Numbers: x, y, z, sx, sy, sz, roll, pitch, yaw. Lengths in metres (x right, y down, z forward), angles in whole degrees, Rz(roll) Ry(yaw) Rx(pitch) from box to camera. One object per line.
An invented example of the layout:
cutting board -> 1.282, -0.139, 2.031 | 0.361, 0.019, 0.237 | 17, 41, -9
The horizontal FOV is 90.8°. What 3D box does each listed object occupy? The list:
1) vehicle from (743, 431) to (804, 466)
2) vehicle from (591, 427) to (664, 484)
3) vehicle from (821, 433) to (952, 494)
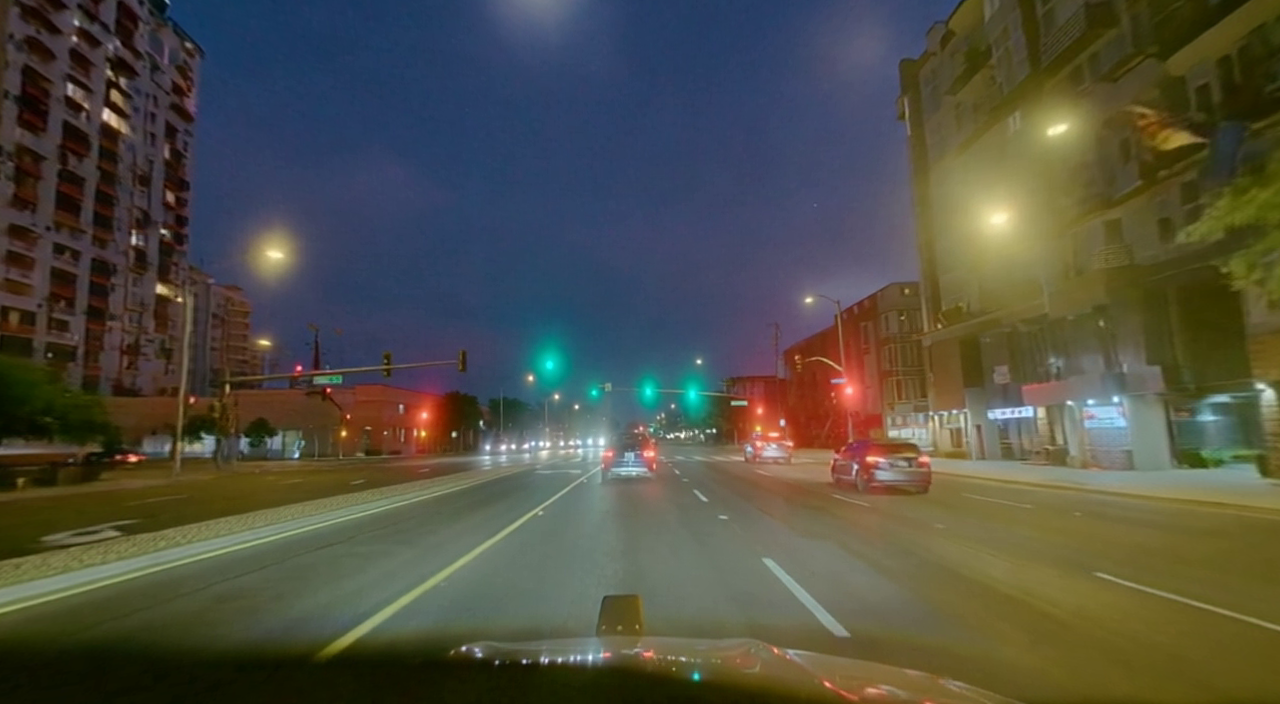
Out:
vehicle -> 6.441, 4.725, 31.000 | 1.963, 1.611, 4.359 | 0, -8, -1
vehicle -> -0.356, 3.215, 19.780 | 2.032, 1.593, 3.896 | 0, -8, 0
vehicle -> 6.405, 2.924, 16.968 | 1.768, 1.417, 4.213 | 0, -8, 0
